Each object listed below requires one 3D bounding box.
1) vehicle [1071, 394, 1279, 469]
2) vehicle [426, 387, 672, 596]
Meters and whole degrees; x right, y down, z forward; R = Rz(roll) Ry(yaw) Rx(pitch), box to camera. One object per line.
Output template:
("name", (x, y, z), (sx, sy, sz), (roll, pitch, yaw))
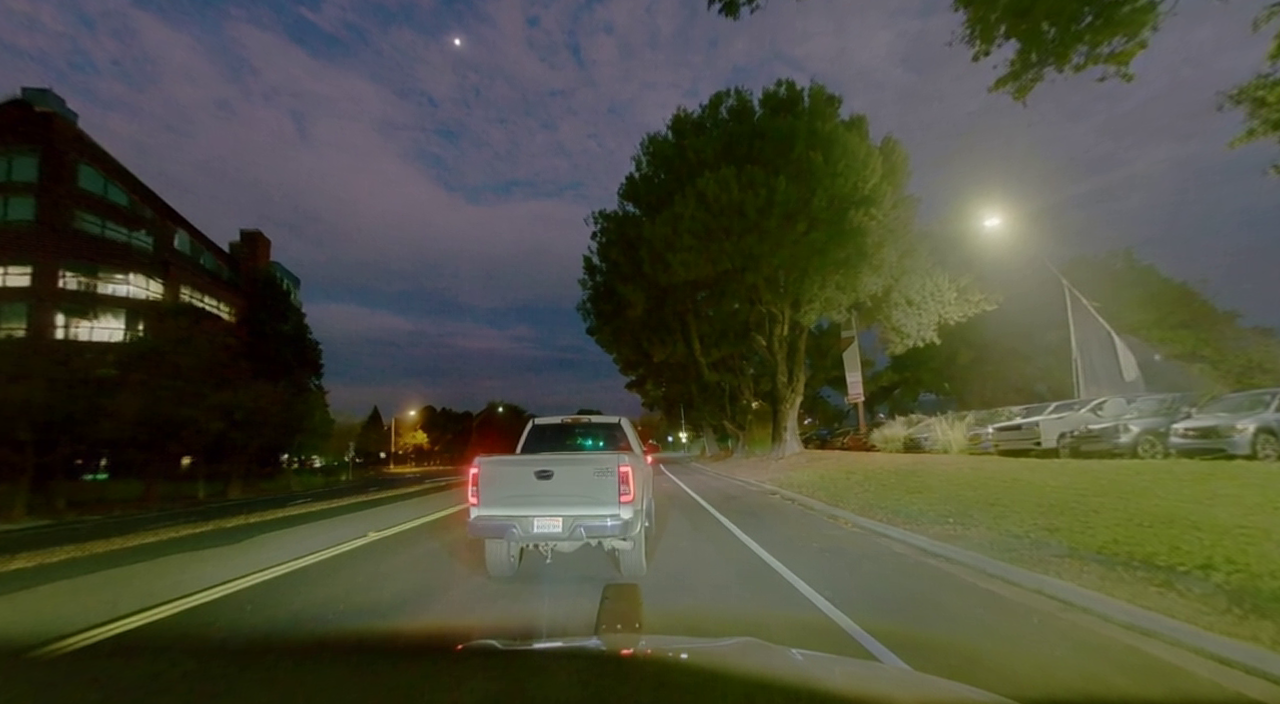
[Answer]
("vehicle", (11.837, 1.658, 13.110), (4.298, 1.392, 1.944), (-1, -8, 2))
("vehicle", (-0.730, 1.594, 8.143), (2.157, 1.816, 5.039), (0, -8, 2))
